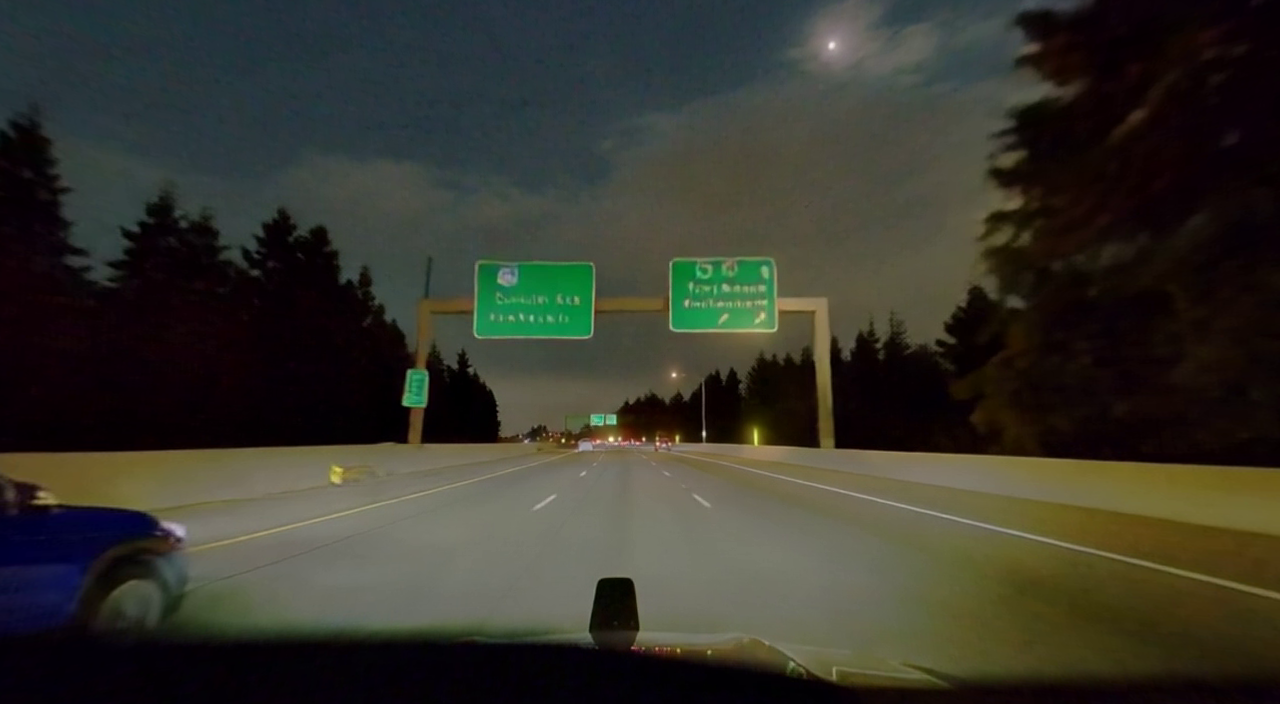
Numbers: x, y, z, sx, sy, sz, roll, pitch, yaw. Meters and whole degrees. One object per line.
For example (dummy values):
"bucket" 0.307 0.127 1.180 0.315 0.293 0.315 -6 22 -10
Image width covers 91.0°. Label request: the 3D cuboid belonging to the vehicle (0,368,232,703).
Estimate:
"vehicle" -3.875 0.827 2.174 2.074 1.652 4.273 -1 -8 -1
